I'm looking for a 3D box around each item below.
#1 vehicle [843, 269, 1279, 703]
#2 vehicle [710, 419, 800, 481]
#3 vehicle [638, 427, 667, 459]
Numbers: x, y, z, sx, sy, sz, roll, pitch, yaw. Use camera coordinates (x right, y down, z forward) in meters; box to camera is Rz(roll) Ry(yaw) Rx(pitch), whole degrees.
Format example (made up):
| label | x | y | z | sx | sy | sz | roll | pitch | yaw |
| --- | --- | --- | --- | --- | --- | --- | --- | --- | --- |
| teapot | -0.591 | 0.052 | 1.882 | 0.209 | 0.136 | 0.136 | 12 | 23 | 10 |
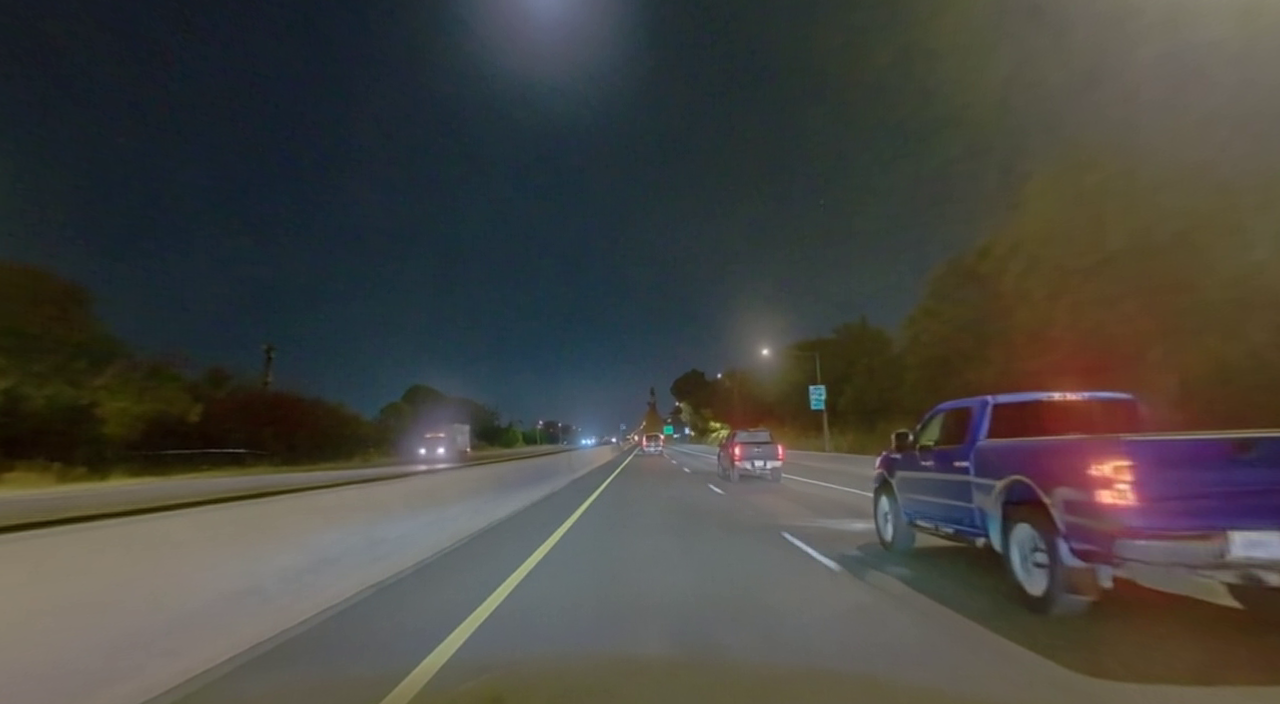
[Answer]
| label | x | y | z | sx | sy | sz | roll | pitch | yaw |
| --- | --- | --- | --- | --- | --- | --- | --- | --- | --- |
| vehicle | 3.557 | 1.013 | 5.086 | 2.145 | 2.069 | 5.057 | -1 | -8 | 0 |
| vehicle | 4.375 | 3.861 | 25.122 | 2.594 | 2.155 | 5.670 | -1 | -8 | 1 |
| vehicle | 0.914 | 7.040 | 48.742 | 2.099 | 2.260 | 4.899 | -1 | -8 | 0 |
